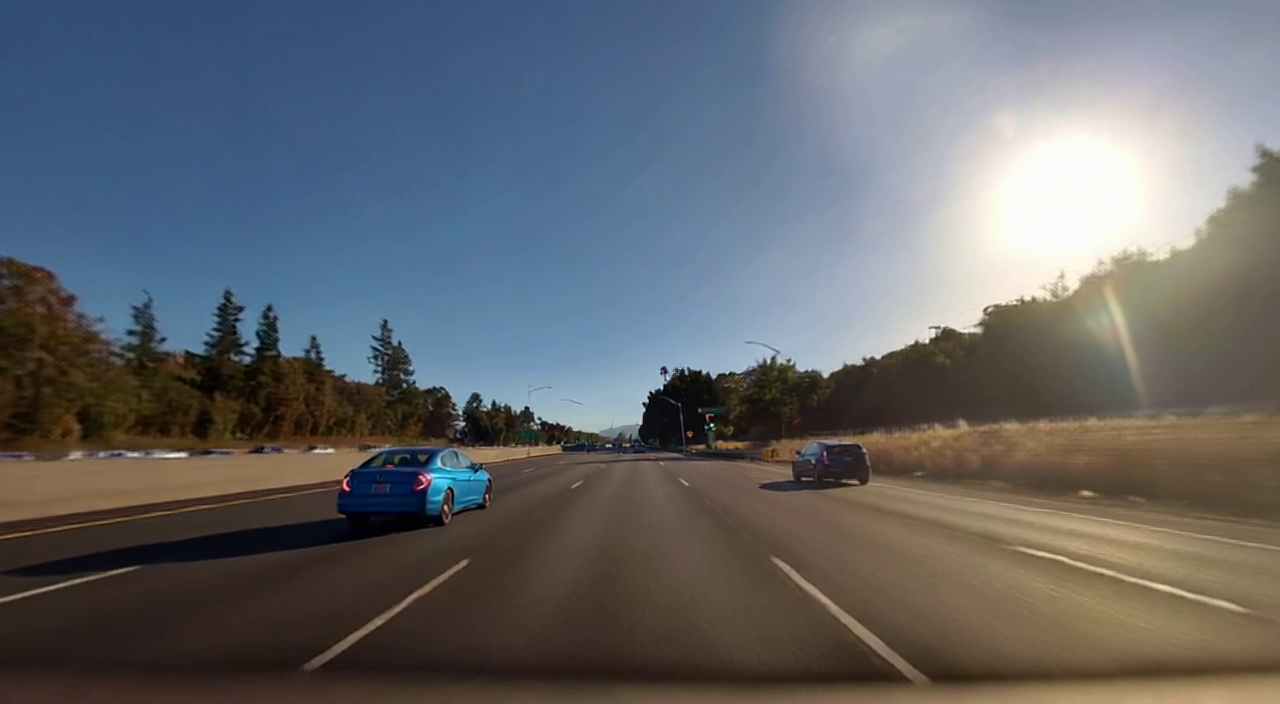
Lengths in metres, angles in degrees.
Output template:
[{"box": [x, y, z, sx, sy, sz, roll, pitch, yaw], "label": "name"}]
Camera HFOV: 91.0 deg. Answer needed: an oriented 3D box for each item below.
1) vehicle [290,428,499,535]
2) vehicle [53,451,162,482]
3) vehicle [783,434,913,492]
[{"box": [-4.071, 2.221, 11.432, 1.987, 1.516, 4.478, -1, -9, 0], "label": "vehicle"}, {"box": [-28.679, 6.140, 34.111, 1.869, 1.499, 4.581, -1, -9, 1], "label": "vehicle"}, {"box": [5.945, 3.240, 18.717, 2.049, 1.481, 4.774, 0, -9, -3], "label": "vehicle"}]
